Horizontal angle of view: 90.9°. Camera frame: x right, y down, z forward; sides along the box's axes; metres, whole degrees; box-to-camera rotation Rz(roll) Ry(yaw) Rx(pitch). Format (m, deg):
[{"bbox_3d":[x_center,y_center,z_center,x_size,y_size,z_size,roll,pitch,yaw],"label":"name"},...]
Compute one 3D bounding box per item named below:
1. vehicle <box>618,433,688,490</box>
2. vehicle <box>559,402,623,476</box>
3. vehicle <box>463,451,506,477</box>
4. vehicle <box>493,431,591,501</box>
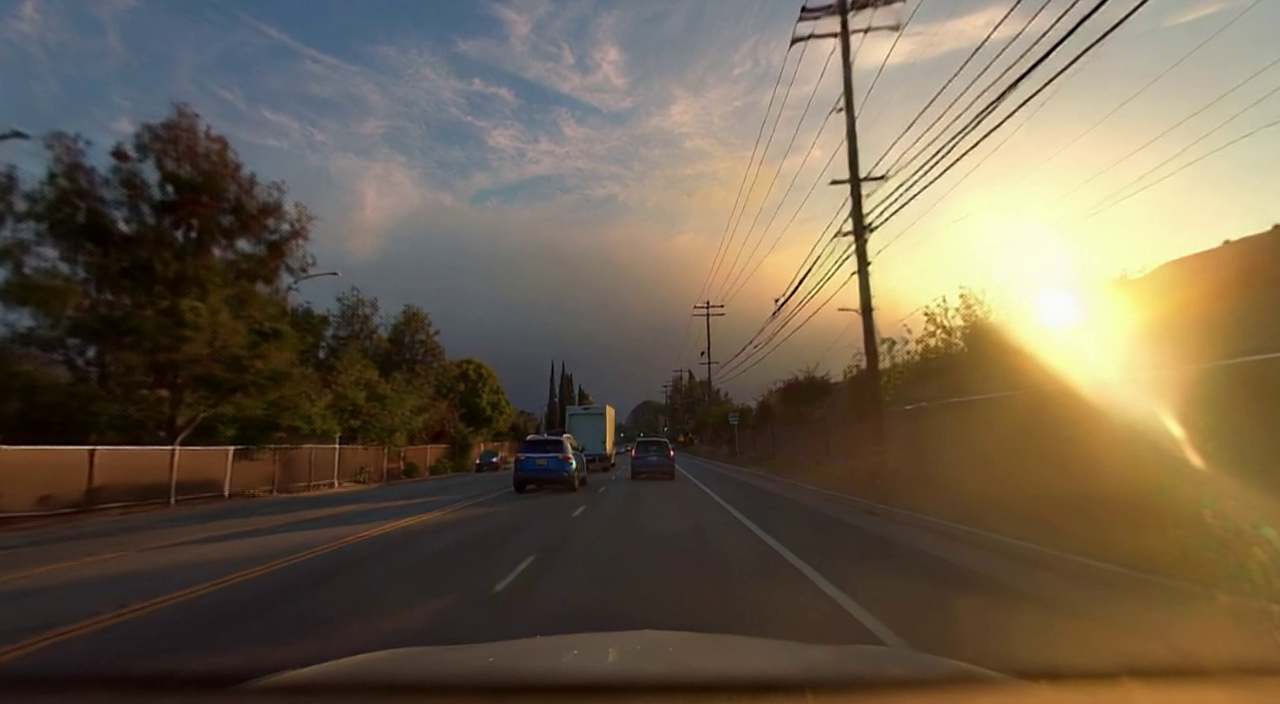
[{"bbox_3d":[0.417,3.759,21.838,2.174,1.749,4.113,0,-9,0],"label":"vehicle"},{"bbox_3d":[-2.567,5.198,36.944,2.928,3.658,10.953,0,-9,0],"label":"vehicle"},{"bbox_3d":[-11.558,8.299,47.026,1.959,1.691,4.479,-4,-9,1],"label":"vehicle"},{"bbox_3d":[-2.797,3.405,19.121,2.093,1.832,4.508,0,-9,2],"label":"vehicle"}]
